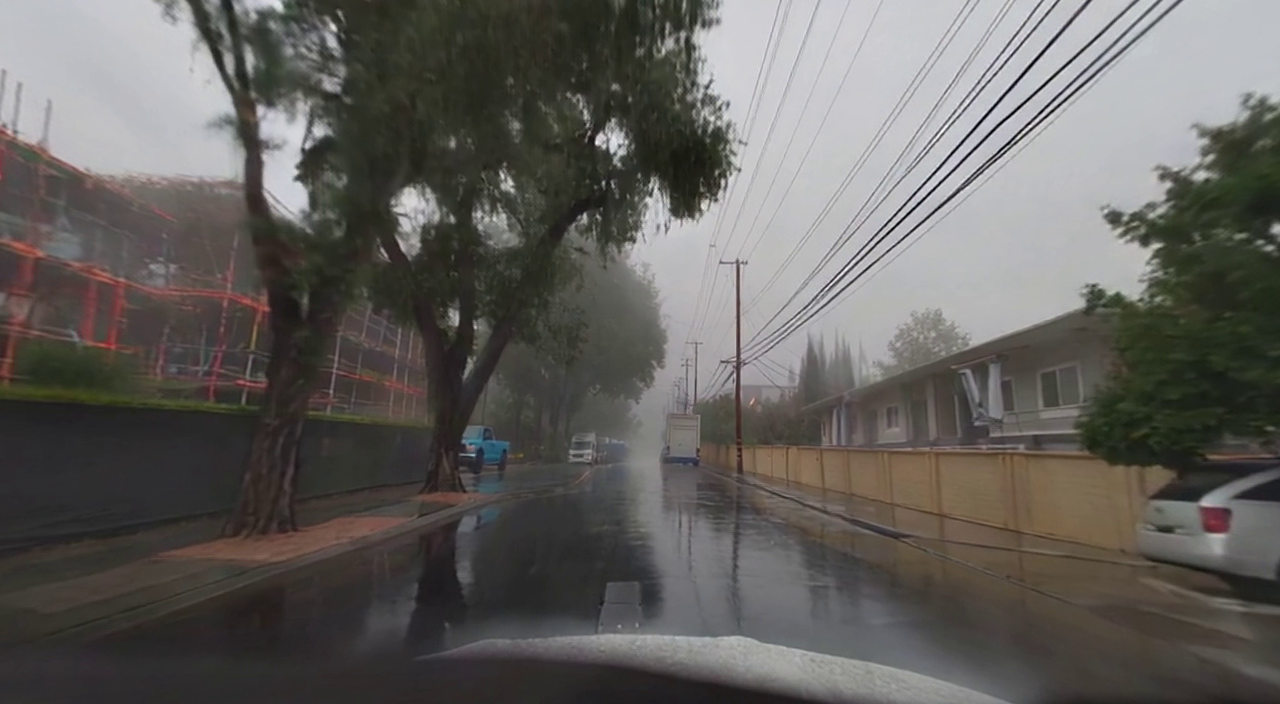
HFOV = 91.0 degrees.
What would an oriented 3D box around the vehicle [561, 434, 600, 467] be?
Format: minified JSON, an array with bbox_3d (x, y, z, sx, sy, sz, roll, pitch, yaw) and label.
[{"bbox_3d":[-4.291,7.116,45.866,2.171,1.910,4.789,-1,-4,2],"label":"vehicle"}]

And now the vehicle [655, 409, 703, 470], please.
[{"bbox_3d":[2.819,6.568,46.524,2.915,3.793,9.963,4,-9,4],"label":"vehicle"}]

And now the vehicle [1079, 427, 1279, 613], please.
[{"bbox_3d":[9.059,2.147,7.660,5.661,1.850,2.479,5,-8,2],"label":"vehicle"}]

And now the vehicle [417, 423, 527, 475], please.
[{"bbox_3d":[-6.673,3.970,25.883,2.238,1.895,5.648,-1,-9,8],"label":"vehicle"}]
